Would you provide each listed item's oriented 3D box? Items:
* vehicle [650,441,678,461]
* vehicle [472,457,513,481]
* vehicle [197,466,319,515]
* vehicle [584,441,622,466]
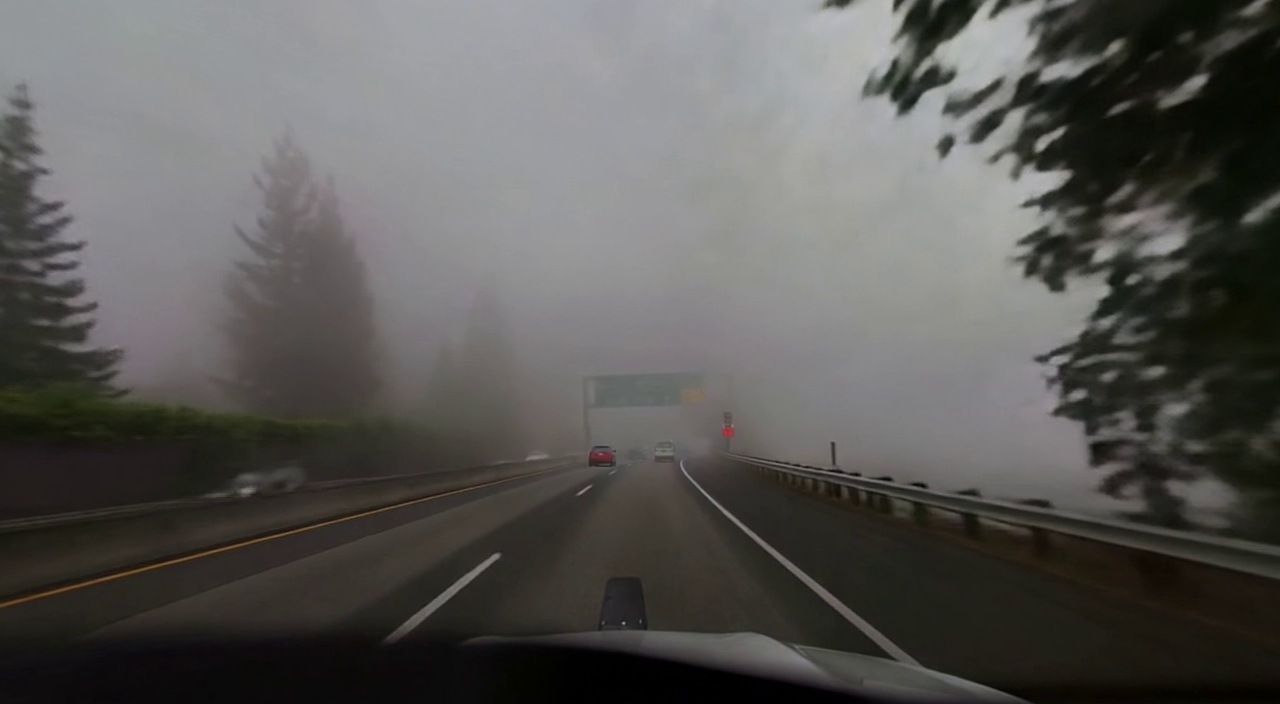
[{"bbox_3d":[1.953,7.824,49.808,2.077,1.533,3.854,-1,-8,3],"label":"vehicle"},{"bbox_3d":[-9.971,7.933,42.816,1.758,1.406,4.118,0,-8,1],"label":"vehicle"},{"bbox_3d":[-14.110,5.120,23.604,1.756,1.469,4.394,0,-8,1],"label":"vehicle"},{"bbox_3d":[-2.334,6.581,41.120,1.985,1.518,3.847,-1,-8,4],"label":"vehicle"}]
